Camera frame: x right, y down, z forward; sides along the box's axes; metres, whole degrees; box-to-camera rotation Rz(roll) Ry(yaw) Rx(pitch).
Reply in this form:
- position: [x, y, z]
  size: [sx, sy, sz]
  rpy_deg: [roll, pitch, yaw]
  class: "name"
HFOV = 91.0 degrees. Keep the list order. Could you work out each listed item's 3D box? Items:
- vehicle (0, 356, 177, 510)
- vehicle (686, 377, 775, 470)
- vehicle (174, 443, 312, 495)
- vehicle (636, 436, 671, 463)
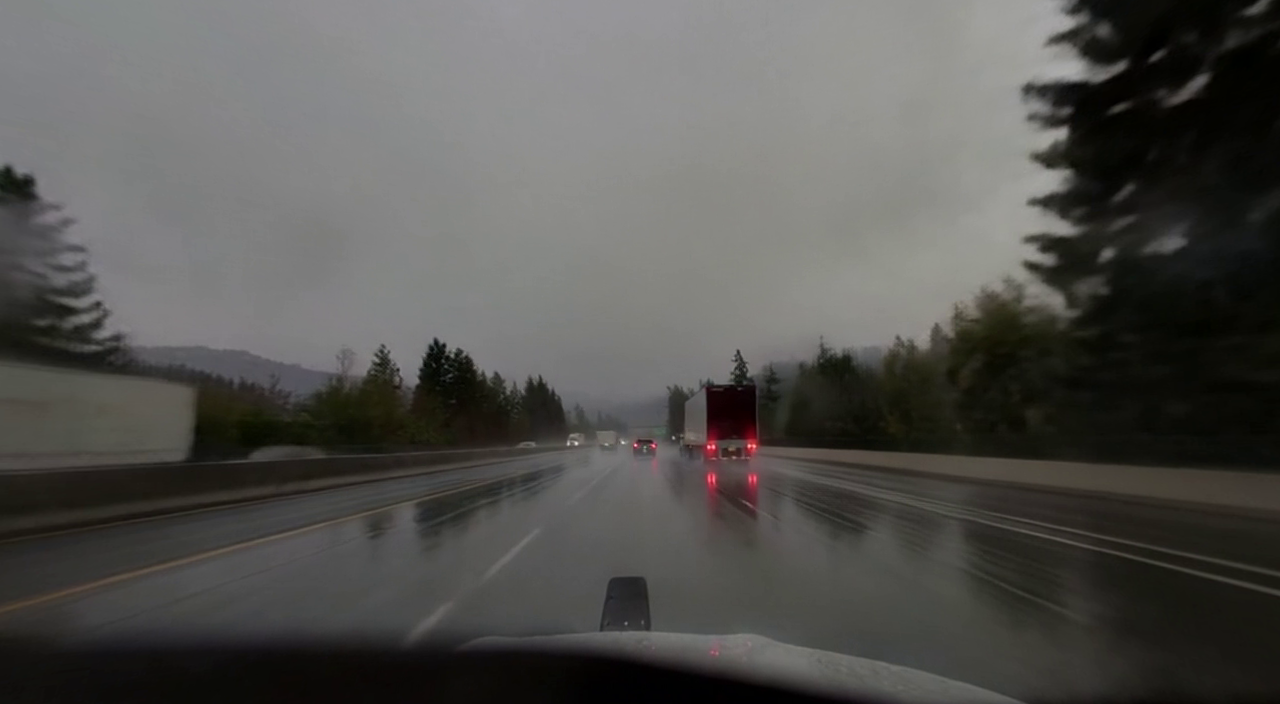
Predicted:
- position: [-18.611, 2.586, 19.704]
  size: [2.938, 4.072, 6.513]
  rpy_deg: [0, -8, 1]
  class: "vehicle"
- position: [4.571, 4.194, 35.443]
  size: [3.005, 4.131, 14.221]
  rpy_deg: [0, -8, 0]
  class: "vehicle"
- position: [-13.723, 4.026, 22.154]
  size: [1.935, 1.585, 4.549]
  rpy_deg: [0, -8, -1]
  class: "vehicle"
- position: [0.822, 6.181, 40.040]
  size: [2.139, 1.607, 4.034]
  rpy_deg: [0, -8, 0]
  class: "vehicle"
